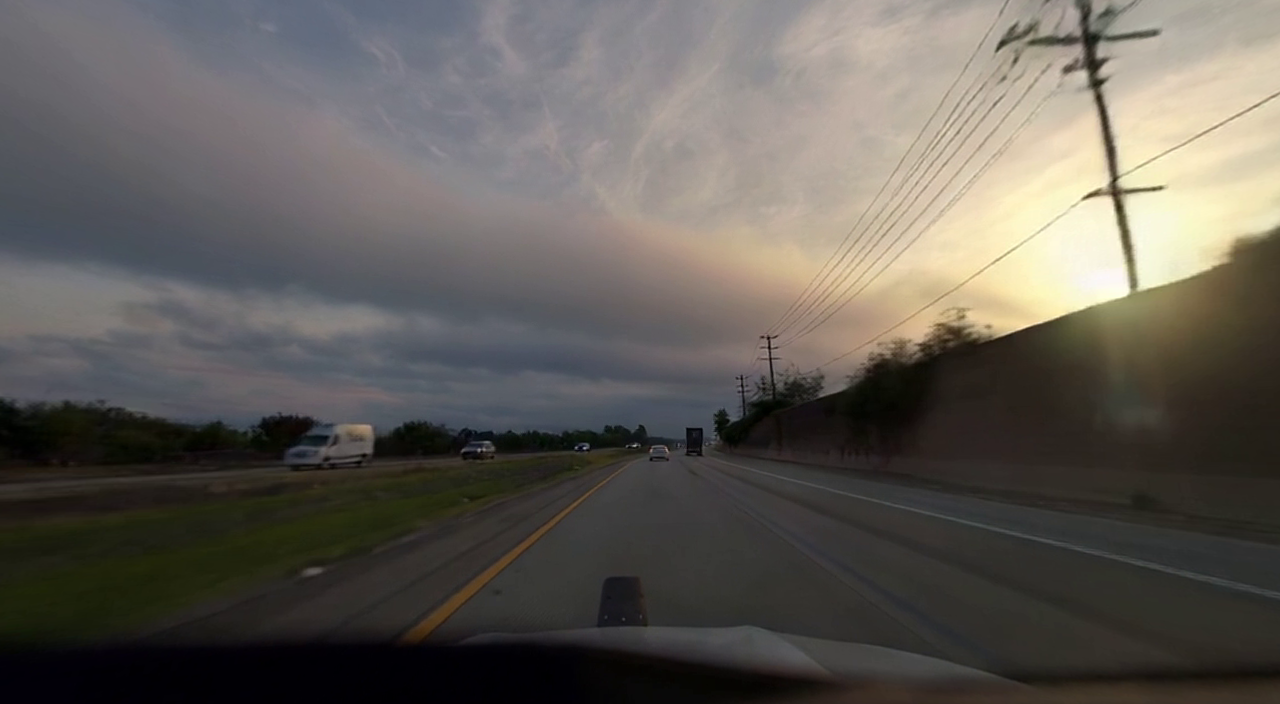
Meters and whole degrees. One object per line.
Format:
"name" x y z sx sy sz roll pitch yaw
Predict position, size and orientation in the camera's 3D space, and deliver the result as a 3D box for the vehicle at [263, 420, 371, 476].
"vehicle" -19.926 5.993 39.425 3.334 3.169 5.984 -1 -9 2
